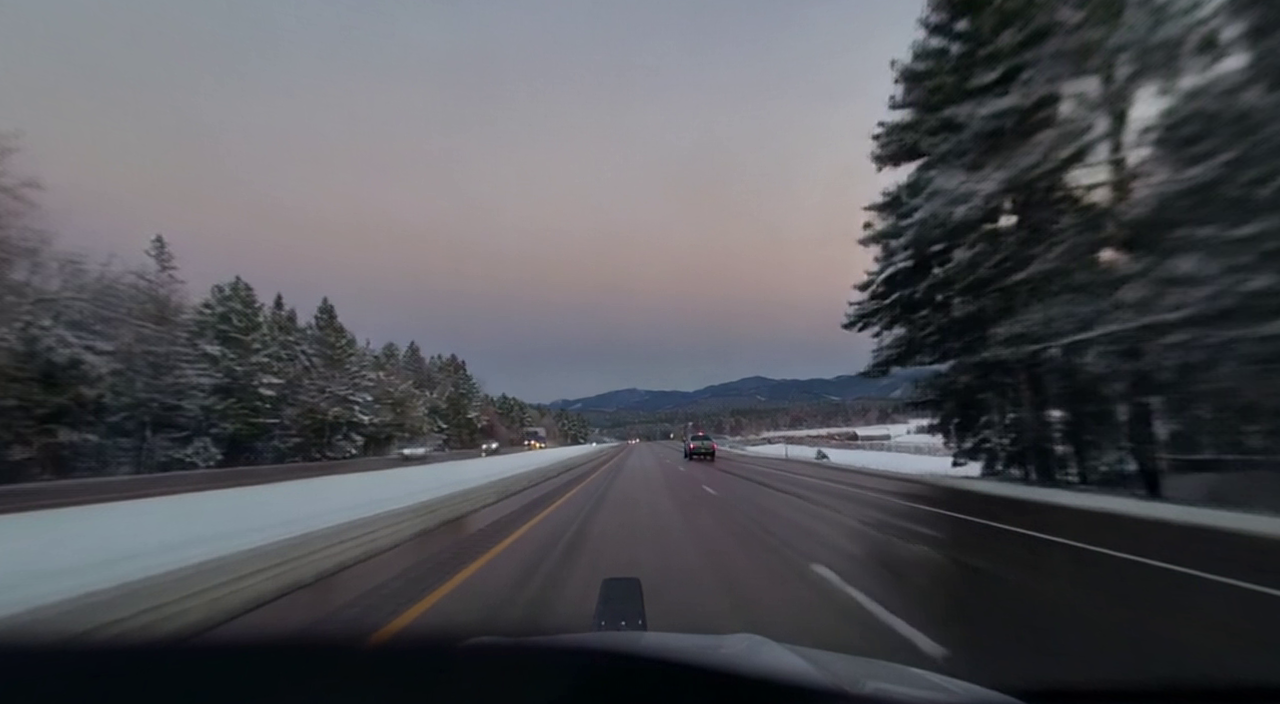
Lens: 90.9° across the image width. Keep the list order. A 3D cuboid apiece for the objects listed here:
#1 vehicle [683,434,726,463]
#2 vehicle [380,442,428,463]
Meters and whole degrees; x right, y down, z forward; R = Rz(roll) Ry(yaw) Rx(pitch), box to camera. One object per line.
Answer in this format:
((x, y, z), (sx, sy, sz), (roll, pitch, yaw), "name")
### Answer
((3.828, 5.830, 38.036), (2.157, 1.640, 4.056), (0, -8, 0), "vehicle")
((-17.716, 7.512, 47.509), (1.843, 1.481, 4.410), (0, -8, 1), "vehicle")
